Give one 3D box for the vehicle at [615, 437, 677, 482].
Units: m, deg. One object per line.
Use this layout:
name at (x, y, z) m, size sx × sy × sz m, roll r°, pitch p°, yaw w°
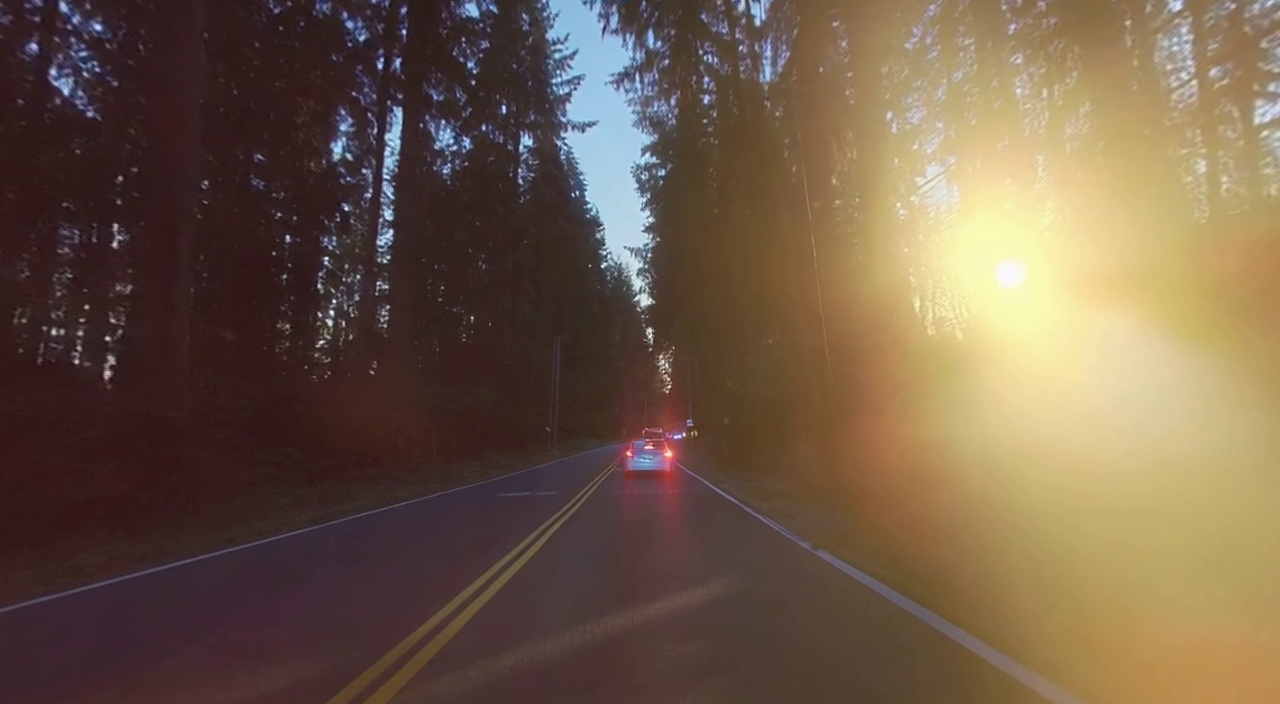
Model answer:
vehicle at (0.182, 3.930, 23.205) m, size 2.081 × 1.503 × 3.726 m, roll 0°, pitch -8°, yaw -1°
